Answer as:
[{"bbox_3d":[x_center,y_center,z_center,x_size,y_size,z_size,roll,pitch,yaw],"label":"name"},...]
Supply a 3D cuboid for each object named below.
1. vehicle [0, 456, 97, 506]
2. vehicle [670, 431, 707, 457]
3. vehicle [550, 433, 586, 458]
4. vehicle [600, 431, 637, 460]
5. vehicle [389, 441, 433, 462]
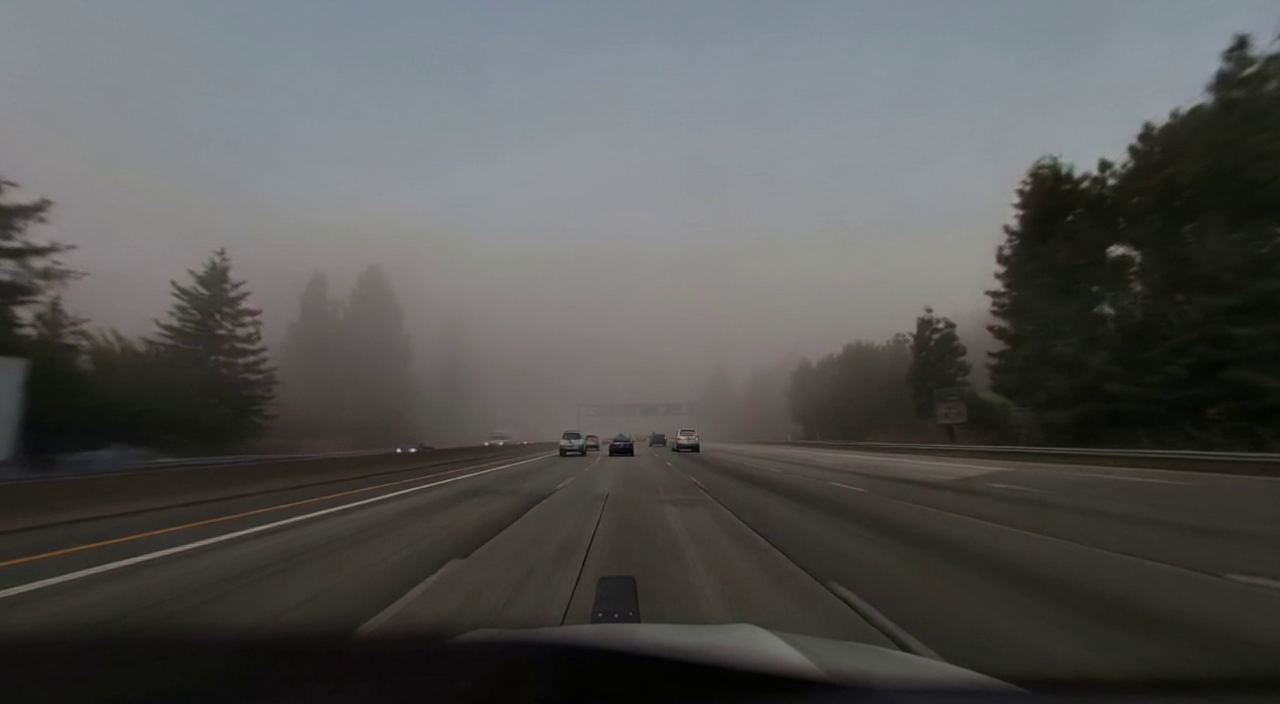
[{"bbox_3d":[-21.484,4.362,21.466,1.815,1.480,4.547,0,-8,-1],"label":"vehicle"},{"bbox_3d":[3.210,6.206,42.651,2.066,1.673,4.225,0,-8,-2],"label":"vehicle"},{"bbox_3d":[-4.886,6.397,43.279,2.046,1.658,4.008,0,-8,0],"label":"vehicle"},{"bbox_3d":[-1.251,5.574,37.674,2.119,1.629,3.946,0,-8,-1],"label":"vehicle"},{"bbox_3d":[-17.883,7.740,49.255,1.886,1.517,4.079,0,-8,0],"label":"vehicle"}]
